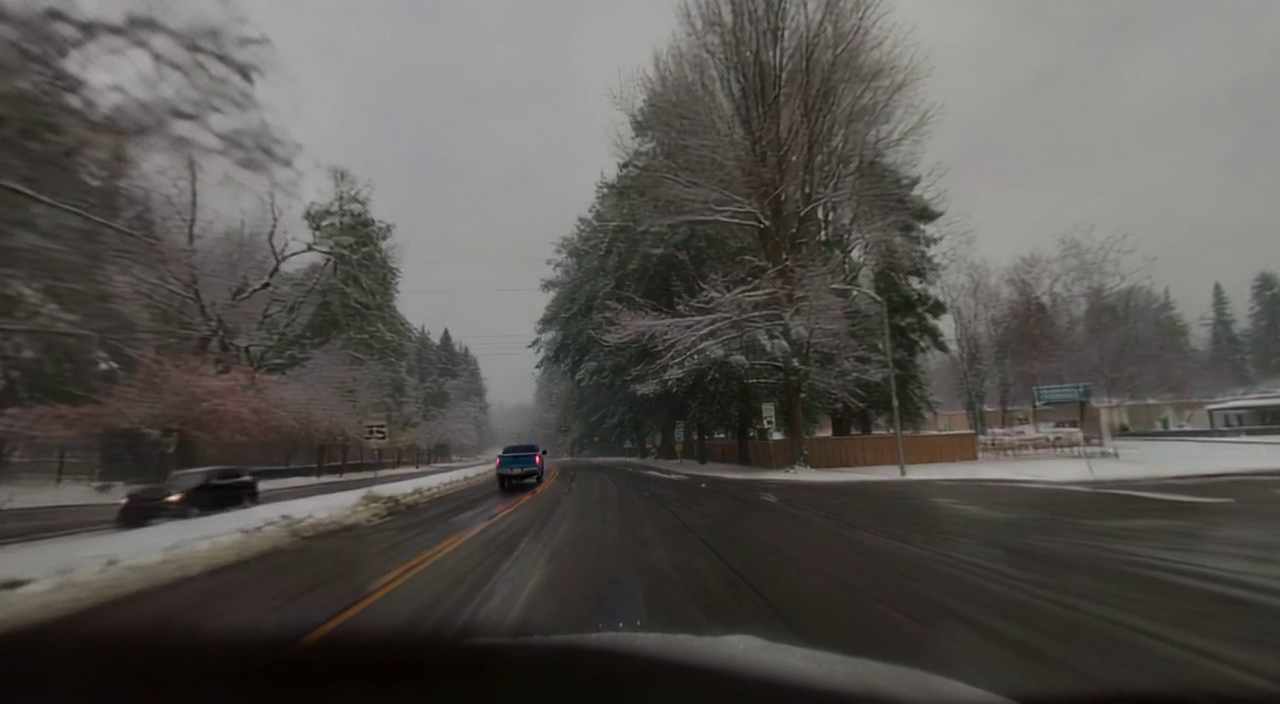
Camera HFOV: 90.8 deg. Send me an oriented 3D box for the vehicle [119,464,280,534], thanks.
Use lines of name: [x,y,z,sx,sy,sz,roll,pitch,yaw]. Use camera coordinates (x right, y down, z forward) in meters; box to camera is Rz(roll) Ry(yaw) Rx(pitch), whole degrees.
vehicle: [-12.391,4.110,18.151,1.883,1.632,4.024,0,-9,-4]

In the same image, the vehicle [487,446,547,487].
vehicle: [-6.025,5.657,31.796,2.267,1.849,6.402,1,-9,-5]
